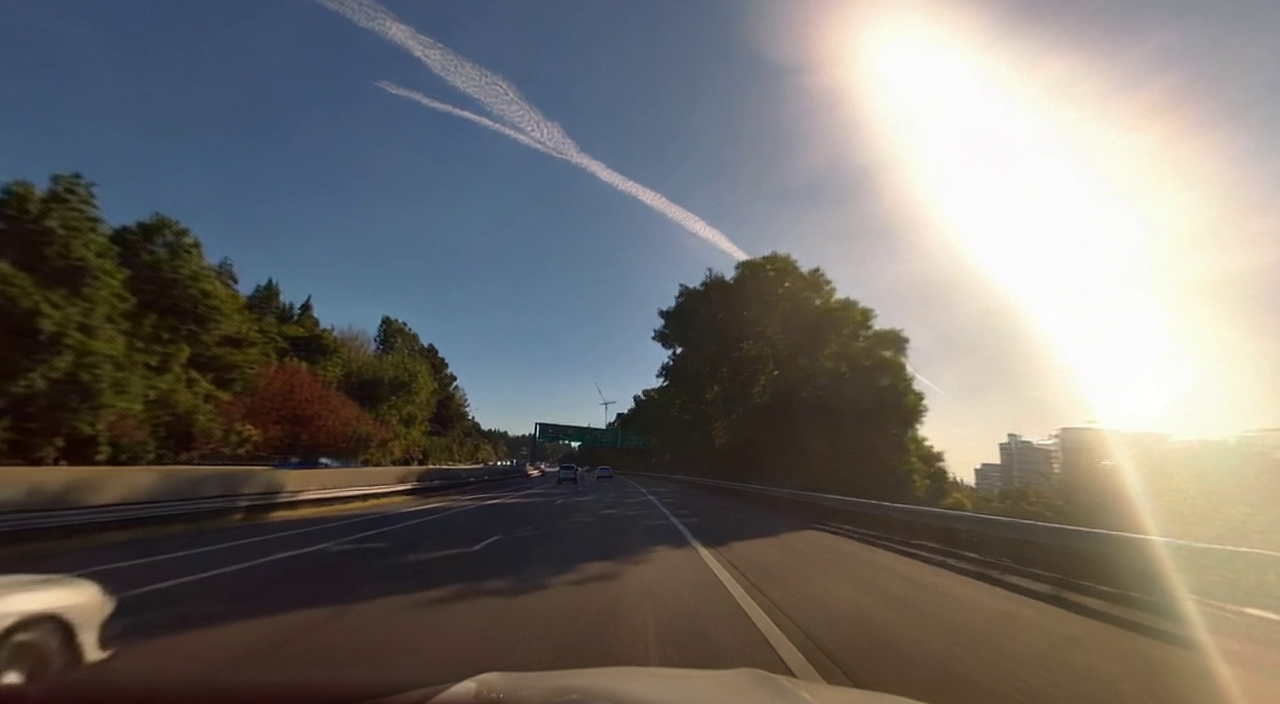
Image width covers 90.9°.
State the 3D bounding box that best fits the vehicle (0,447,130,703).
[{"bbox_3d":[-4.699,0.975,1.942,2.131,1.485,4.858,1,-11,0],"label":"vehicle"}]

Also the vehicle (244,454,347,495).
[{"bbox_3d":[-13.460,4.826,24.897,1.853,1.426,3.982,1,-11,-1],"label":"vehicle"}]
